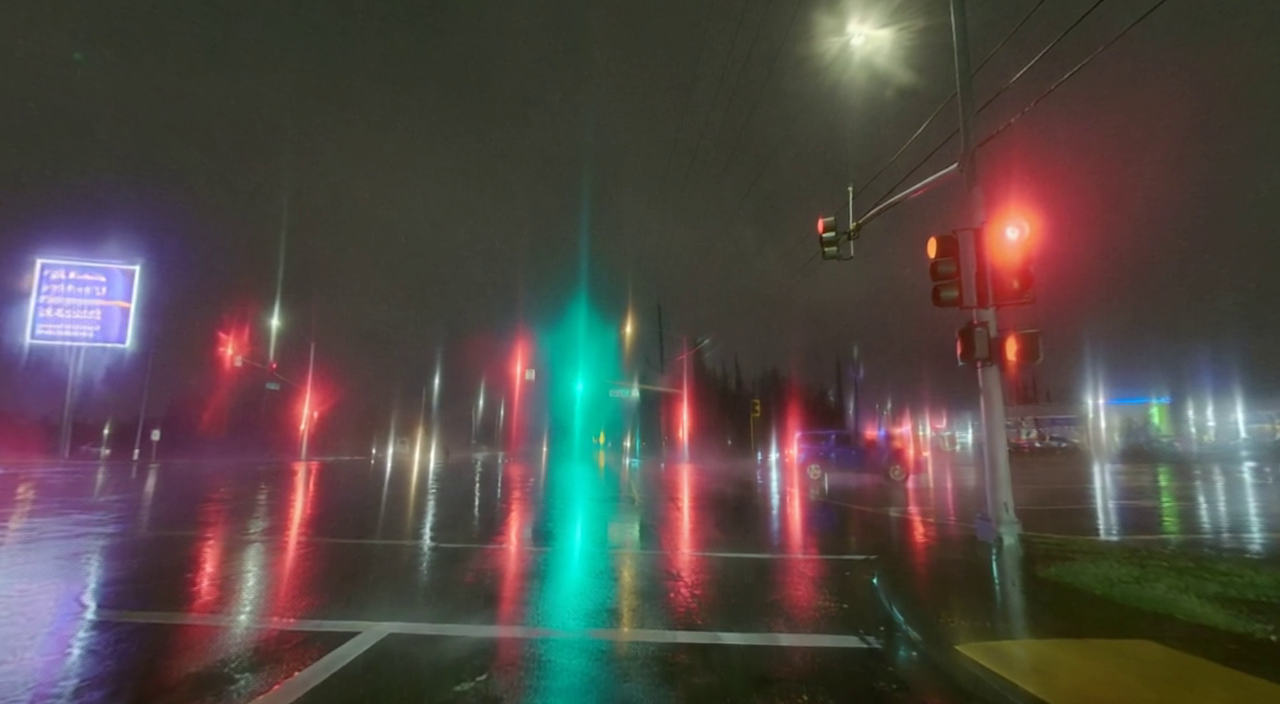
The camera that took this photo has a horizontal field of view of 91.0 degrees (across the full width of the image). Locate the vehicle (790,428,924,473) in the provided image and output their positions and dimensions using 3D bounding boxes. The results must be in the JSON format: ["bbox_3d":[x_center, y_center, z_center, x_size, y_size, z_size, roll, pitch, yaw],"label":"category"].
[{"bbox_3d":[8.701,4.023,25.719,4.884,1.714,2.021,-2,-9,12],"label":"vehicle"}]
